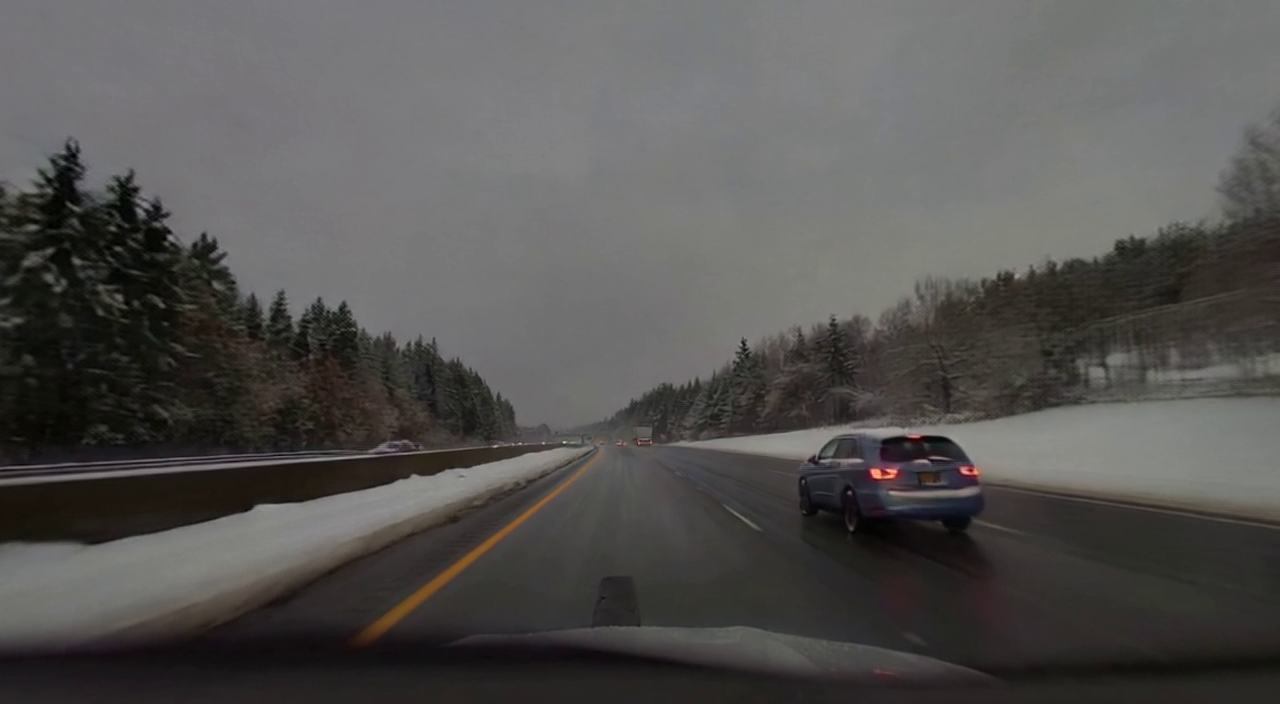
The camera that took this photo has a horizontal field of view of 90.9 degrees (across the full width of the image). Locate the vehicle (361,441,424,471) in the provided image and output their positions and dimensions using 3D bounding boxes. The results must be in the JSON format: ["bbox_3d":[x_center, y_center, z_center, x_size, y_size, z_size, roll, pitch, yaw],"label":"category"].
[{"bbox_3d":[-13.336,5.597,34.240,1.824,1.459,4.072,0,-8,-1],"label":"vehicle"}]

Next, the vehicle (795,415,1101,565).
[{"bbox_3d":[3.694,1.703,8.630,1.958,1.526,4.227,0,-8,-2],"label":"vehicle"}]
